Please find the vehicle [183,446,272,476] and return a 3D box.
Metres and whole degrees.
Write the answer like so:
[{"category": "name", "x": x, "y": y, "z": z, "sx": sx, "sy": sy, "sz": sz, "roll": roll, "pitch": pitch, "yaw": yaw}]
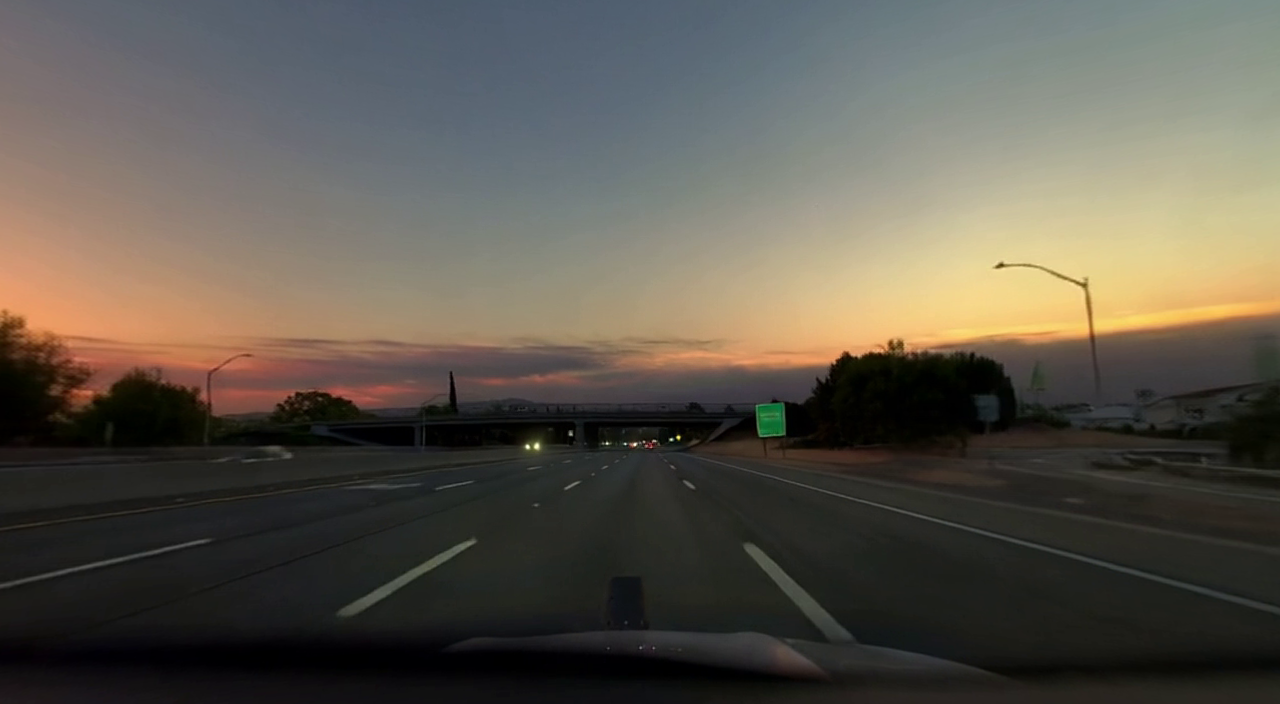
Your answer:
[{"category": "vehicle", "x": -23.360, "y": 6.163, "z": 35.943, "sx": 1.863, "sy": 1.584, "sz": 4.527, "roll": 0, "pitch": -8, "yaw": 3}]
